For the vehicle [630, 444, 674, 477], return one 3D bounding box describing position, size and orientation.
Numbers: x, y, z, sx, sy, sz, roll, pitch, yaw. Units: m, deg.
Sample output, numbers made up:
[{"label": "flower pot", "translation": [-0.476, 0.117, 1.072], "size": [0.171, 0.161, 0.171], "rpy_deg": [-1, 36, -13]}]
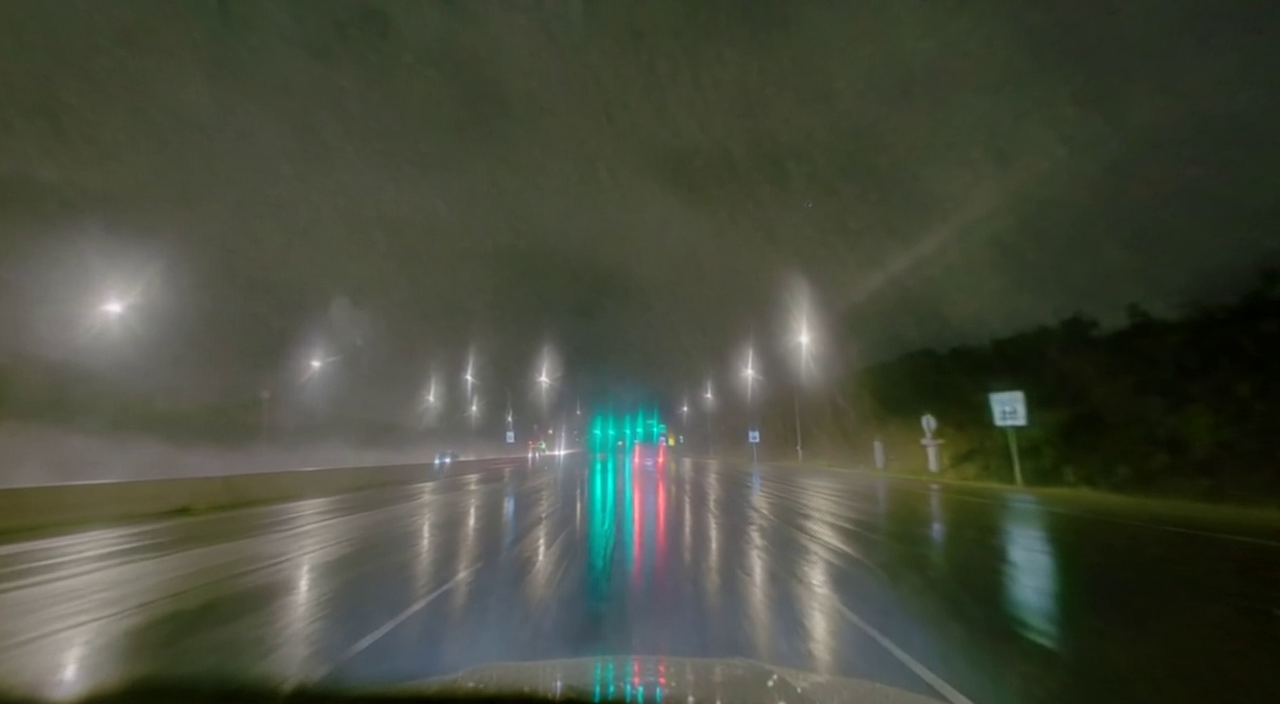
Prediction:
[{"label": "vehicle", "translation": [0.571, 5.391, 31.311], "size": [2.055, 1.501, 4.321], "rpy_deg": [0, -9, 1]}]
